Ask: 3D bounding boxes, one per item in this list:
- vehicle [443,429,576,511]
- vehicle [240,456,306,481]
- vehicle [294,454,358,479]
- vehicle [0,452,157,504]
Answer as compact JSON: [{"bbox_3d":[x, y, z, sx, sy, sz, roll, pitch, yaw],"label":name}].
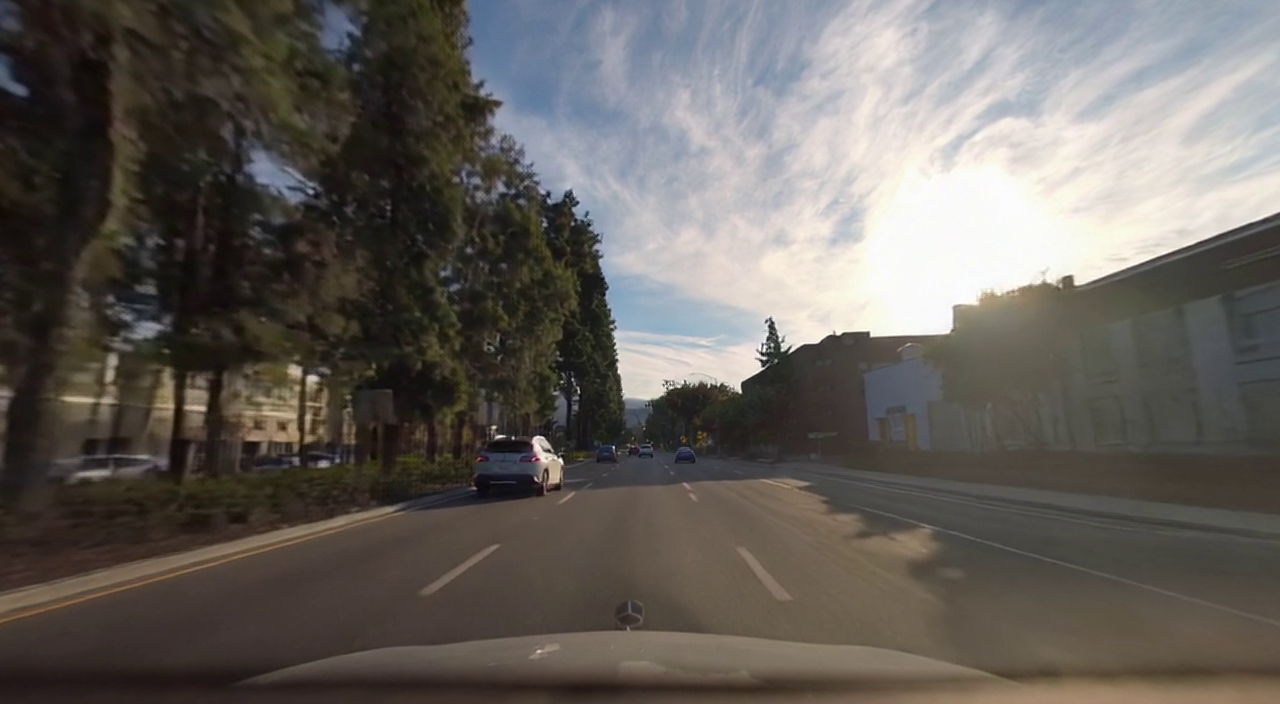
[{"bbox_3d":[-2.909,2.766,15.258,2.121,1.656,4.559,0,-8,2],"label":"vehicle"},{"bbox_3d":[-24.394,7.747,42.126,1.825,1.498,4.308,0,-8,0],"label":"vehicle"},{"bbox_3d":[-20.576,7.513,41.541,1.817,1.495,4.540,0,-8,0],"label":"vehicle"},{"bbox_3d":[-22.762,5.074,25.912,1.986,1.826,5.008,1,-8,-3],"label":"vehicle"}]
